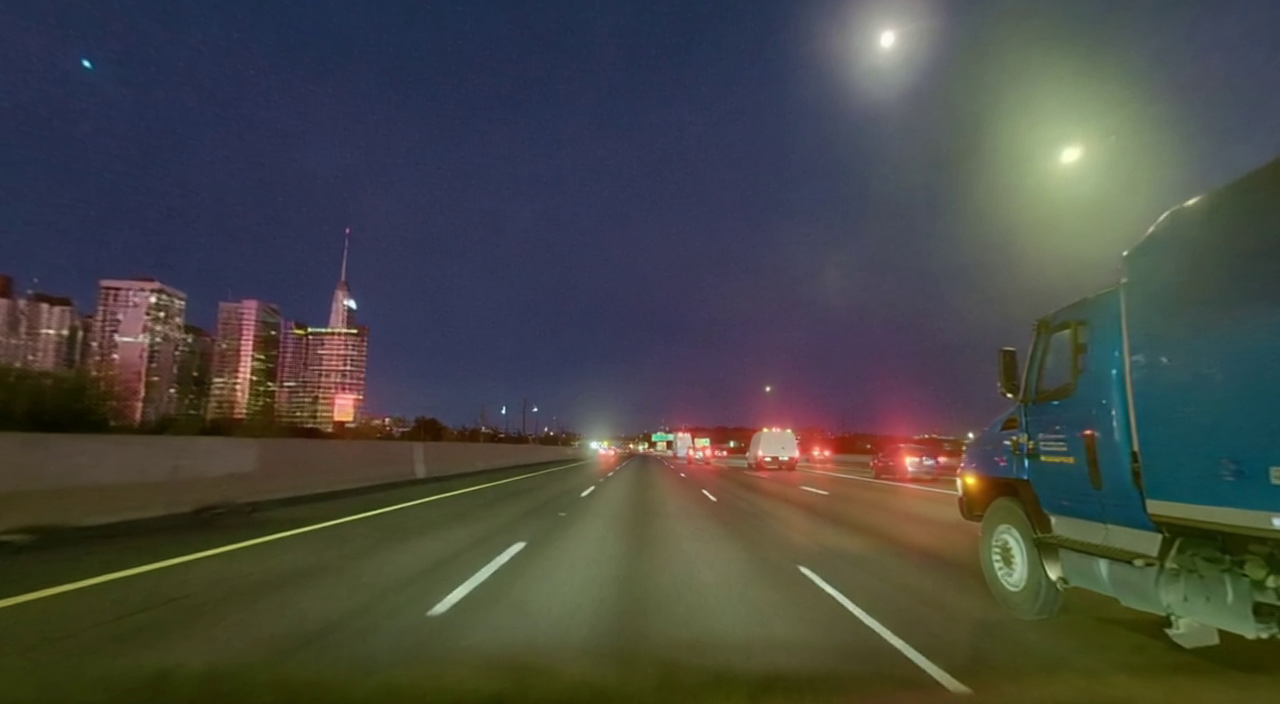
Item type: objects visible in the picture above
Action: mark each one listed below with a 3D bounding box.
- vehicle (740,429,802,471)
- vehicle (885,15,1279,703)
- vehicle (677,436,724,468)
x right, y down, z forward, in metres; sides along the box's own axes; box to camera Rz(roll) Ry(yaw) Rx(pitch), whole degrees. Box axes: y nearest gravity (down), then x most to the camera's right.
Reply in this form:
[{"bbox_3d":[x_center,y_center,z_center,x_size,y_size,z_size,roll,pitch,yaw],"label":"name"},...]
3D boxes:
[{"bbox_3d":[7.412,5.633,36.265,2.301,2.203,5.419,0,-8,-1],"label":"vehicle"},{"bbox_3d":[3.369,0.197,1.736,2.436,2.745,7.034,0,-8,-1],"label":"vehicle"},{"bbox_3d":[3.915,6.600,41.859,2.464,1.961,5.520,0,-8,-1],"label":"vehicle"}]
